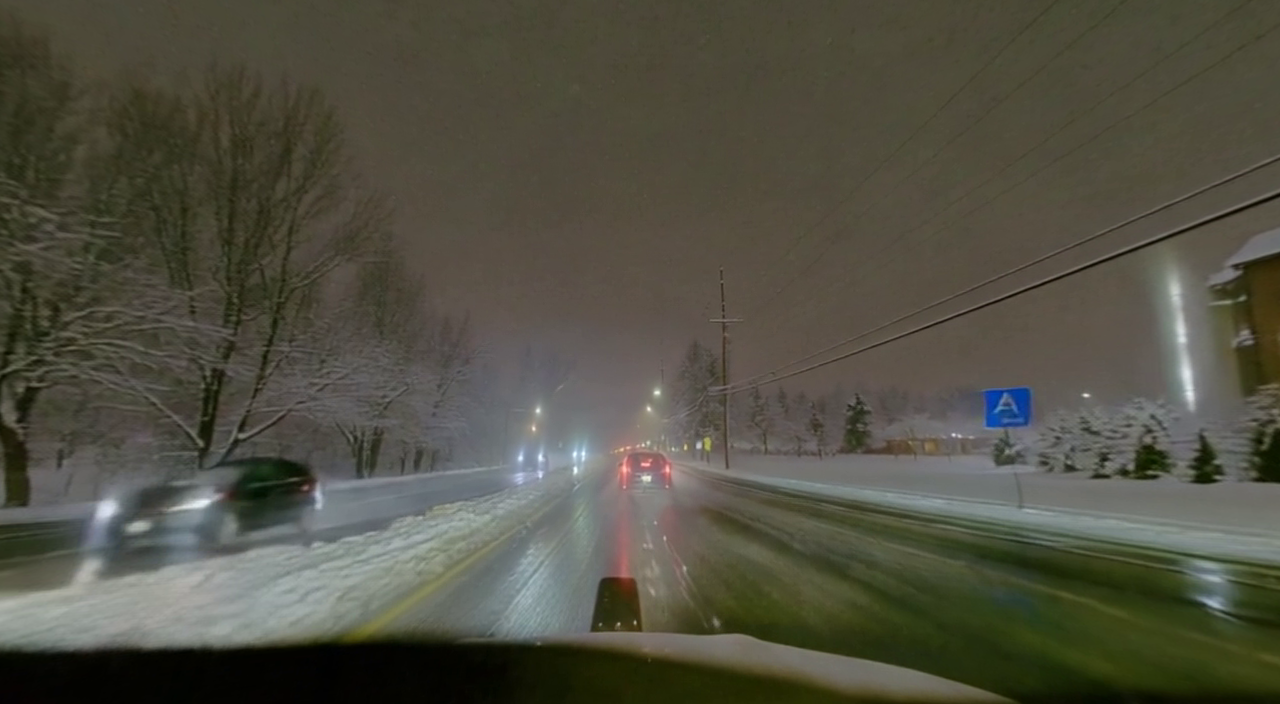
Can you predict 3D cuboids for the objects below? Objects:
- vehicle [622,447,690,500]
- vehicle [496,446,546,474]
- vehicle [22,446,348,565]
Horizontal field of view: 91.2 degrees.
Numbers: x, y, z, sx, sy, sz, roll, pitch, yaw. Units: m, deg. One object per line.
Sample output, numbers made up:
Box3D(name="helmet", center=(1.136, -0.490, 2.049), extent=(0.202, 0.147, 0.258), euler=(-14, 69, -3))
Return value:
Box3D(name="vehicle", center=(0.438, 3.898, 20.482), extent=(2.014, 1.525, 3.670), euler=(0, -9, -1))
Box3D(name="vehicle", center=(-7.860, 7.190, 41.953), extent=(2.171, 1.757, 4.706), euler=(-1, -9, 3))
Box3D(name="vehicle", center=(-6.836, 2.308, 10.170), extent=(2.018, 1.498, 4.168), euler=(-1, -9, 2))
